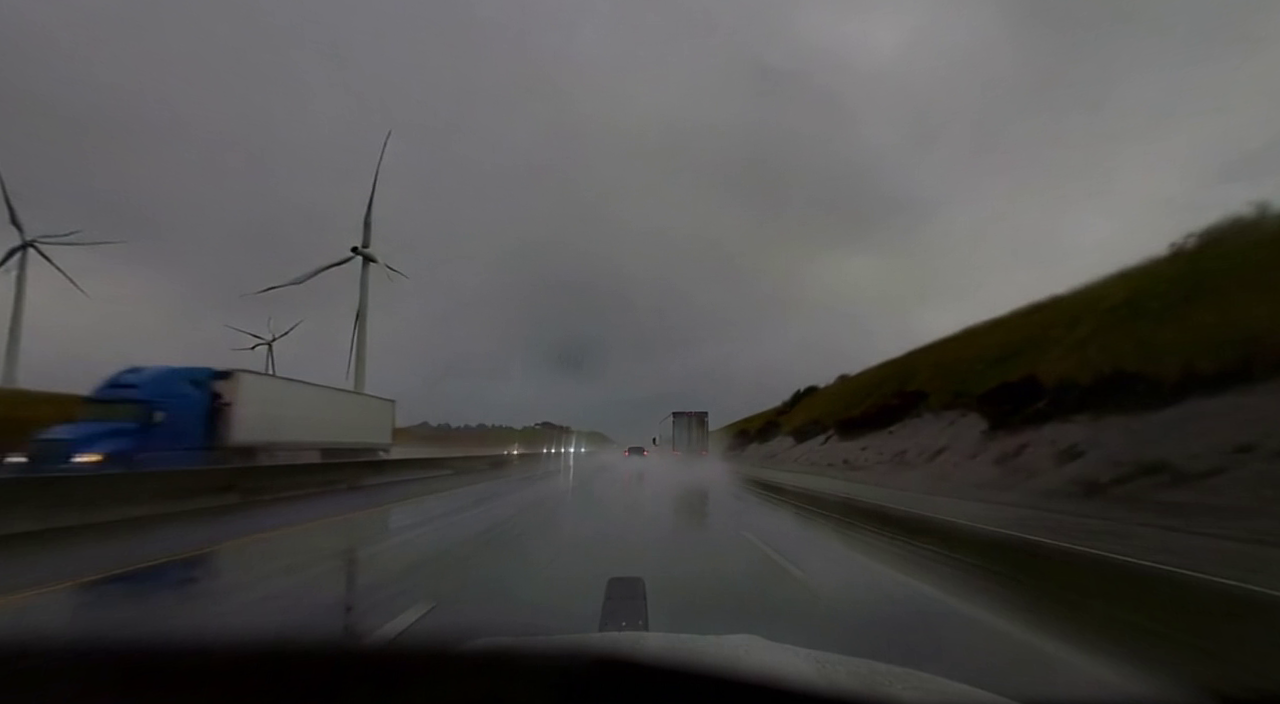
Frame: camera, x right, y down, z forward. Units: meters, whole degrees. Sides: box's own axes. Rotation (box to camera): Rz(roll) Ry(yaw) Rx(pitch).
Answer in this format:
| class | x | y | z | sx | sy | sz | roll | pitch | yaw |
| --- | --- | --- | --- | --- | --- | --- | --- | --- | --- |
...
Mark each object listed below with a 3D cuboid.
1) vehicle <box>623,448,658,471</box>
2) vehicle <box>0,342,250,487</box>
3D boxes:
| class | x | y | z | sx | sy | sz | roll | pitch | yaw |
| --- | --- | --- | --- | --- | --- | --- | --- | --- | --- |
| vehicle | 0.038 | 7.140 | 42.091 | 2.209 | 1.453 | 3.695 | 0 | -9 | 0 |
| vehicle | -15.787 | 2.081 | 19.799 | 3.185 | 3.867 | 5.948 | 0 | -9 | -2 |
